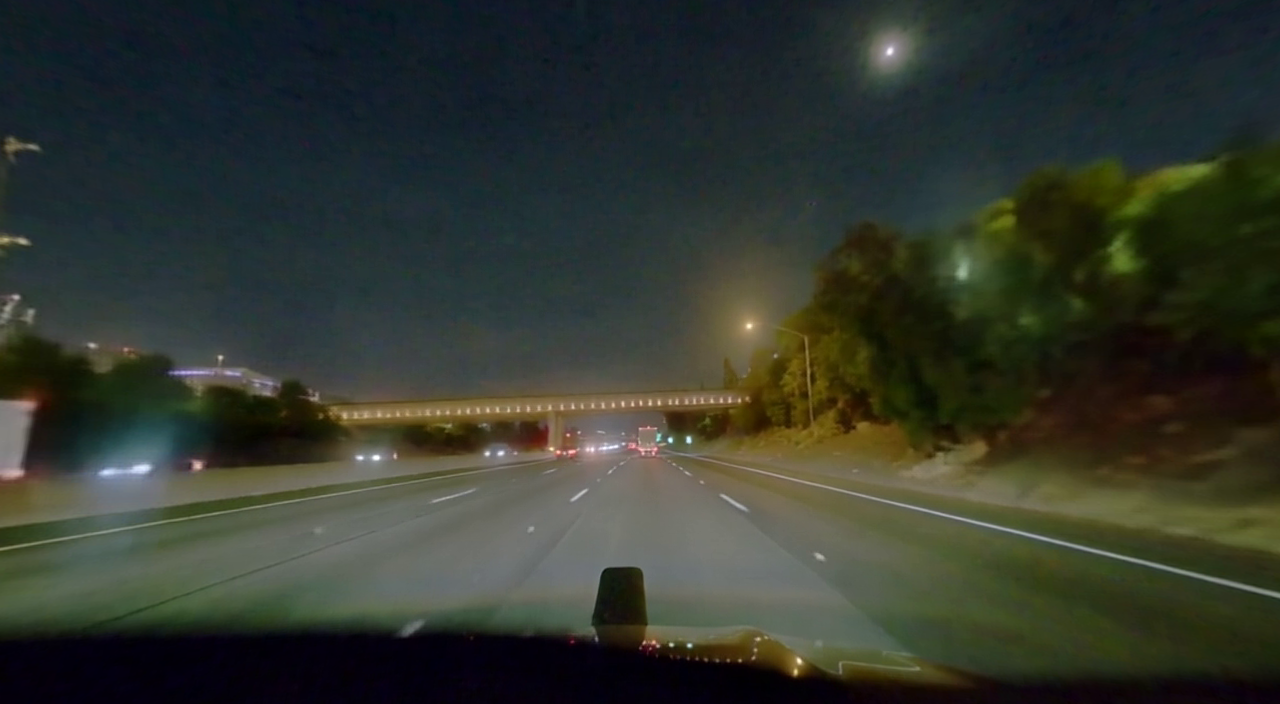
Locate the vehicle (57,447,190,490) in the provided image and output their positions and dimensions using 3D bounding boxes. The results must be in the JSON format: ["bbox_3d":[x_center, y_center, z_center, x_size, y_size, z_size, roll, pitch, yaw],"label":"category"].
[{"bbox_3d":[-27.909,6.263,34.453,2.375,2.101,5.754,0,-8,0],"label":"vehicle"}]
